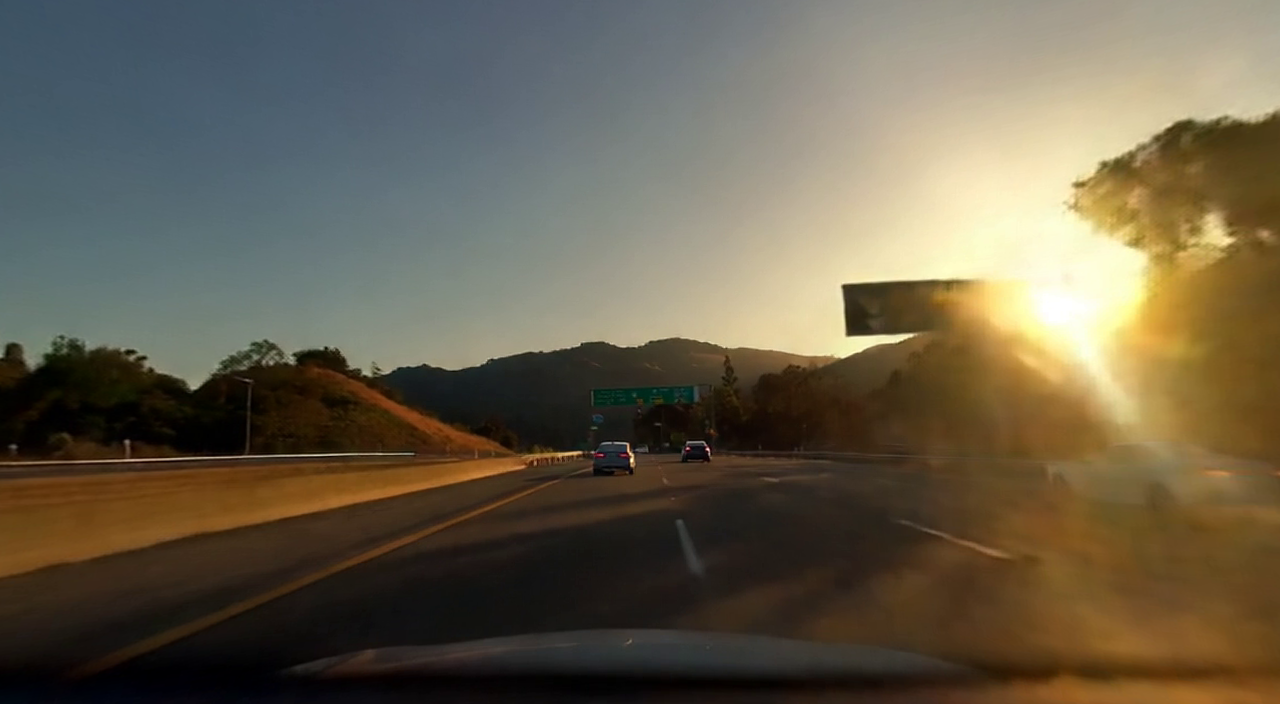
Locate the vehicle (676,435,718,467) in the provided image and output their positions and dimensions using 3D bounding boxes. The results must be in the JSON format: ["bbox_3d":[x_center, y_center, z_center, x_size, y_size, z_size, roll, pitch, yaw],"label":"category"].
[{"bbox_3d":[3.198,5.678,36.050,2.063,1.698,4.355,0,-8,1],"label":"vehicle"}]

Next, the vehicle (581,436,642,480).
[{"bbox_3d":[-1.019,4.137,24.732,2.050,1.546,4.344,-1,-8,2],"label":"vehicle"}]

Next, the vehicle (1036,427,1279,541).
[{"bbox_3d":[9.393,2.116,10.864,1.870,1.493,5.015,0,-8,1],"label":"vehicle"}]
